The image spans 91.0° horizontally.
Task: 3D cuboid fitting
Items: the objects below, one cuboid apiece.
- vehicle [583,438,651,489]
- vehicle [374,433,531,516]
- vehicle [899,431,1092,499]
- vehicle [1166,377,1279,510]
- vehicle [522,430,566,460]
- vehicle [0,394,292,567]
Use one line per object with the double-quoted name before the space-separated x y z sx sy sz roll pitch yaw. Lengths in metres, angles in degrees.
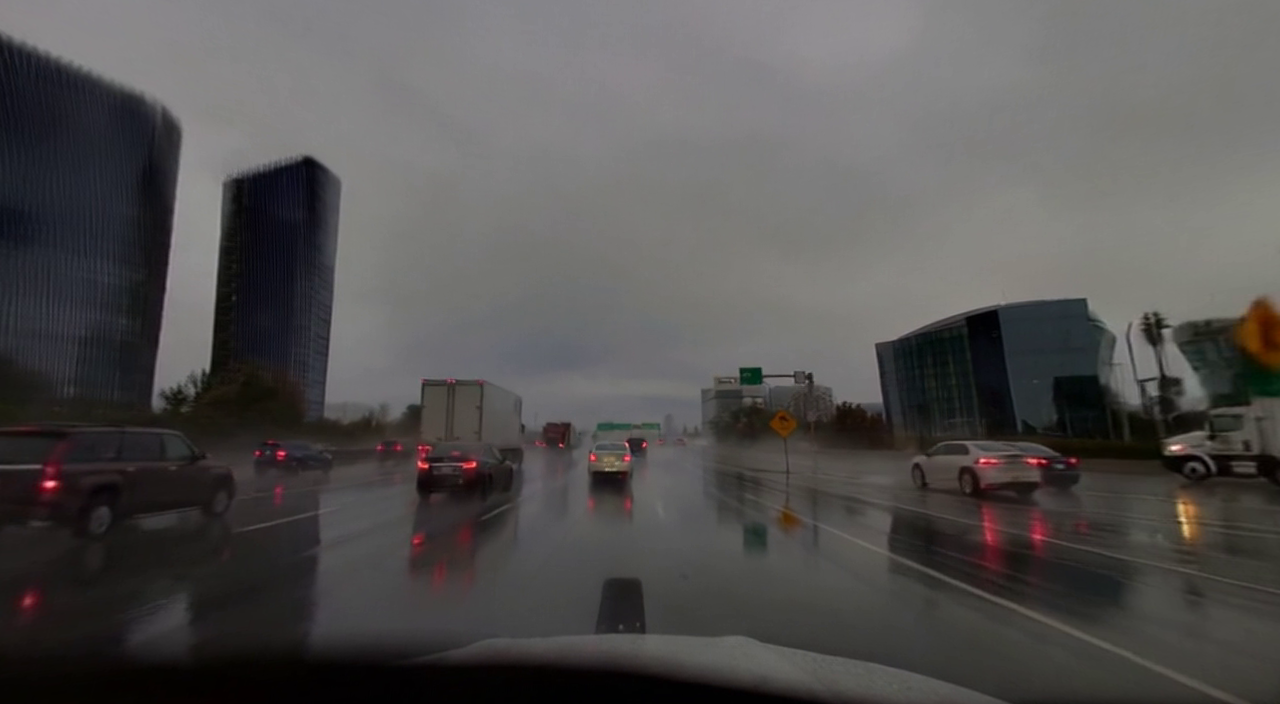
"vehicle" -0.663 3.589 20.620 1.991 1.488 3.922 0 -9 0
"vehicle" -3.857 2.594 13.853 2.016 1.497 4.235 0 -9 2
"vehicle" 11.913 3.814 21.740 2.415 1.972 5.572 3 -9 -17
"vehicle" 21.313 2.540 17.497 3.015 3.855 9.519 7 -11 -38
"vehicle" -7.020 6.894 46.819 2.339 2.059 5.359 0 -9 1
"vehicle" -7.548 1.718 9.138 2.190 1.821 4.800 0 -9 0
